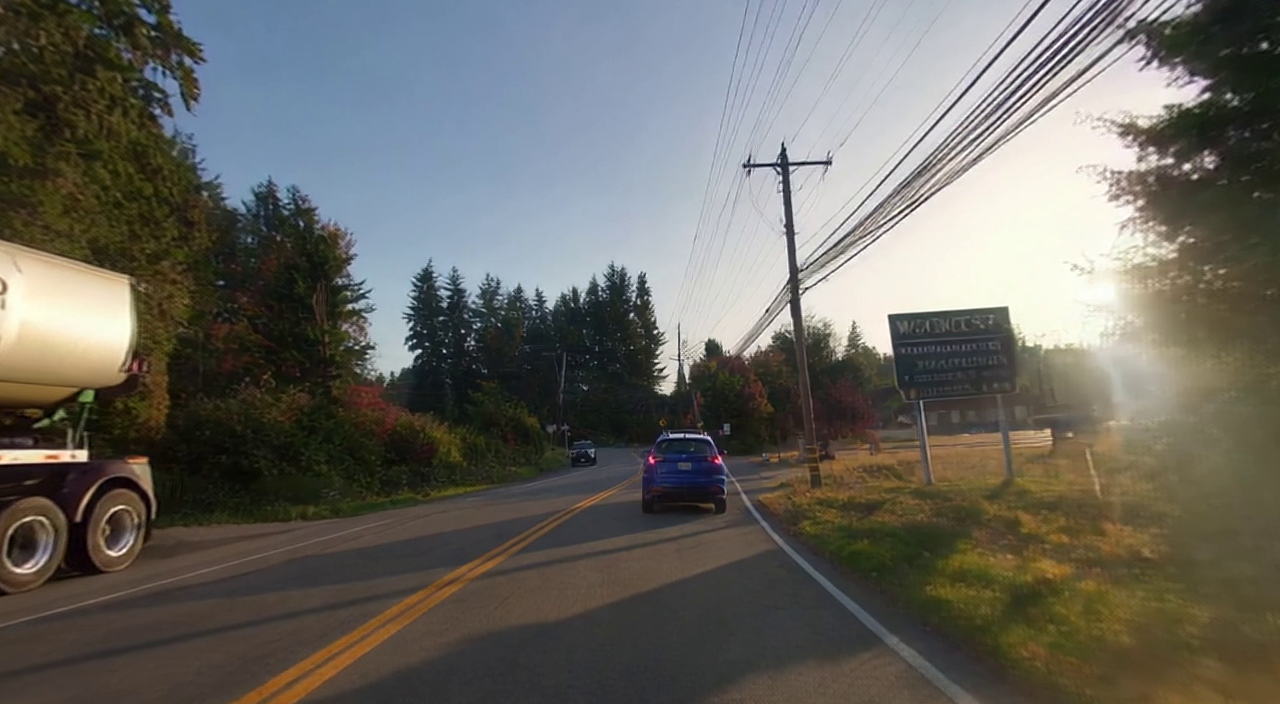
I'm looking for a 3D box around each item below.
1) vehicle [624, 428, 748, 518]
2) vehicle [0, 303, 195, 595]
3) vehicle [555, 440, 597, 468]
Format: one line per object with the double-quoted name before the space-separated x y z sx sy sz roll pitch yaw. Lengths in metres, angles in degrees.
"vehicle" 0.808 2.307 12.475 2.081 1.503 3.726 0 -8 1
"vehicle" -8.594 1.075 5.493 3.395 3.071 7.634 -7 -6 6
"vehicle" -5.077 7.895 48.938 2.668 1.981 5.575 2 -9 -12
